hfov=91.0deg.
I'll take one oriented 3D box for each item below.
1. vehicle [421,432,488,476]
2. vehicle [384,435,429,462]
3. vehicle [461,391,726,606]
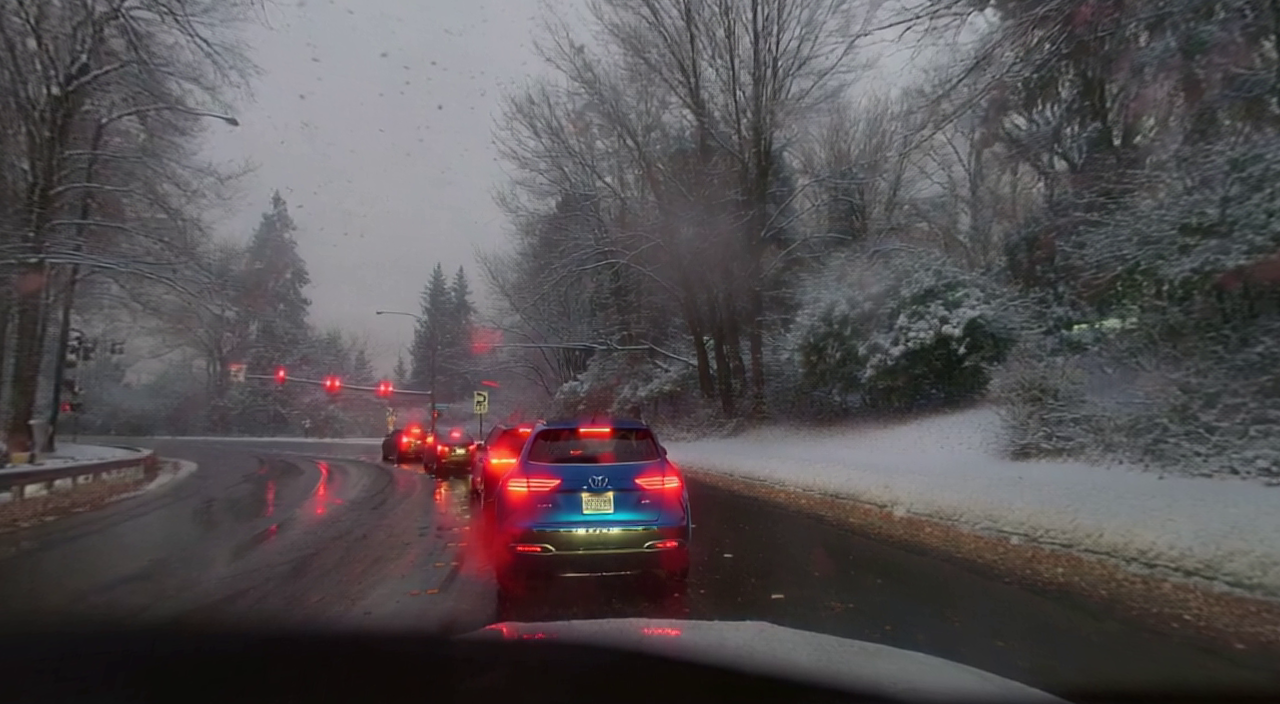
[{"bbox_3d":[-7.282,3.937,24.490,1.902,1.536,3.662,4,-9,-25],"label":"vehicle"},{"bbox_3d":[-13.754,5.638,36.908,1.863,1.488,4.426,4,-9,-27],"label":"vehicle"},{"bbox_3d":[-0.677,1.462,7.204,2.134,1.671,4.147,1,-8,-9],"label":"vehicle"}]
